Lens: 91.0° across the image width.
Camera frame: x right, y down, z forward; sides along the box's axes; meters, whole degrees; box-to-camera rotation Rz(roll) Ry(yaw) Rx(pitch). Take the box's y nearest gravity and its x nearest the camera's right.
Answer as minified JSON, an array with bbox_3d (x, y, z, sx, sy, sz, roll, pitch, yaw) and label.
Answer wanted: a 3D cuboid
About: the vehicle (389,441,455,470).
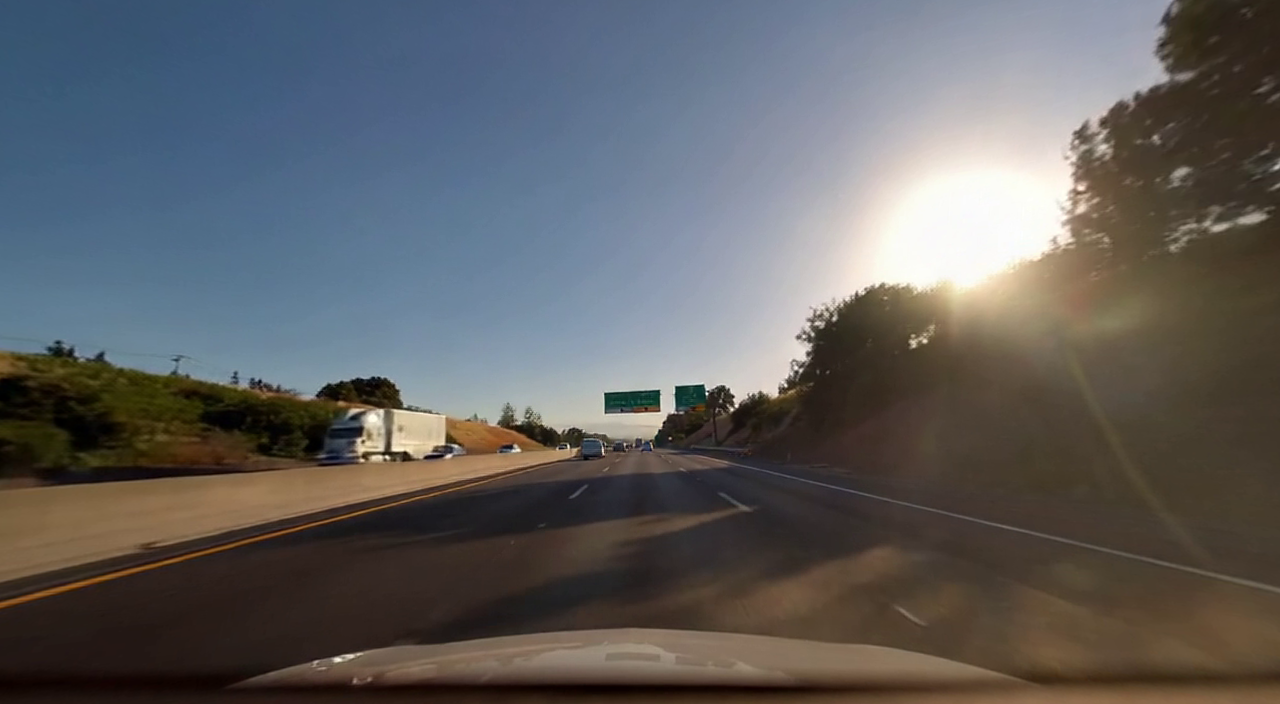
[{"bbox_3d":[-12.840,6.105,37.355,2.255,1.631,4.281,0,-8,1],"label":"vehicle"}]

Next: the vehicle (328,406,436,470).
[{"bbox_3d":[-16.986,5.827,42.401,2.987,3.827,9.899,0,-8,0],"label":"vehicle"}]

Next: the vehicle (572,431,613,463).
[{"bbox_3d":[-3.150,6.452,42.692,2.286,2.011,4.452,0,-8,1],"label":"vehicle"}]
